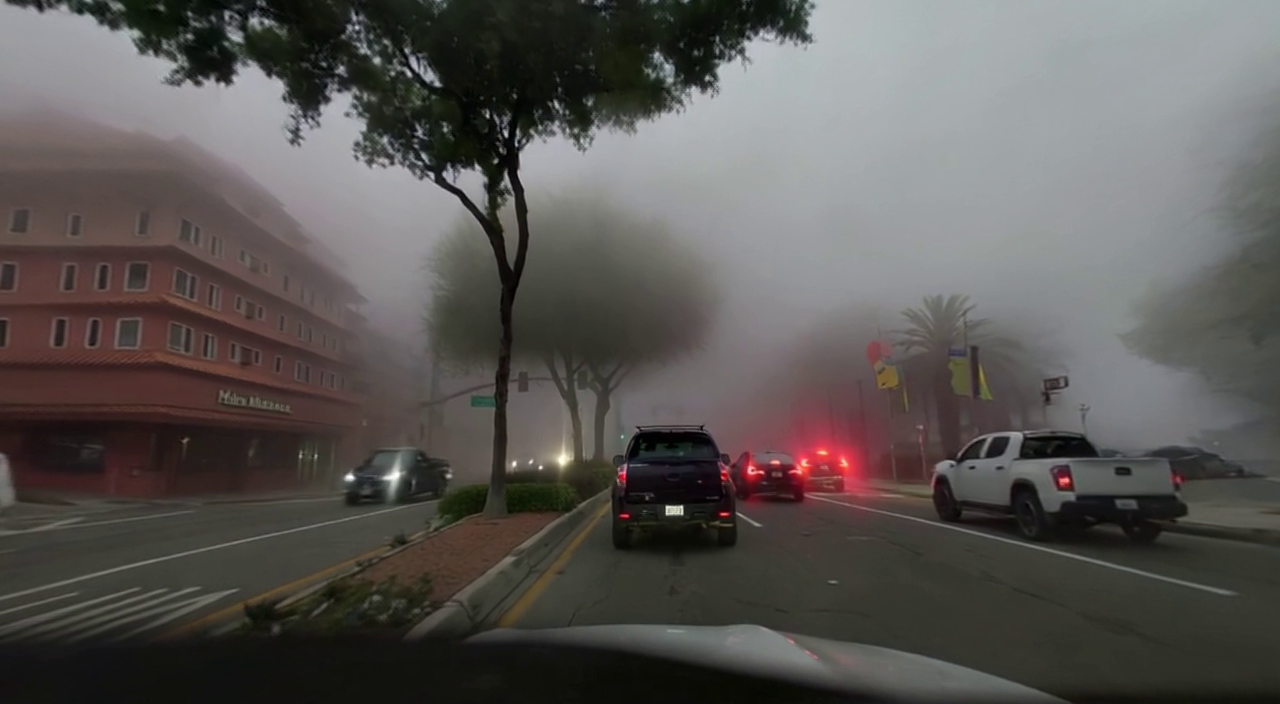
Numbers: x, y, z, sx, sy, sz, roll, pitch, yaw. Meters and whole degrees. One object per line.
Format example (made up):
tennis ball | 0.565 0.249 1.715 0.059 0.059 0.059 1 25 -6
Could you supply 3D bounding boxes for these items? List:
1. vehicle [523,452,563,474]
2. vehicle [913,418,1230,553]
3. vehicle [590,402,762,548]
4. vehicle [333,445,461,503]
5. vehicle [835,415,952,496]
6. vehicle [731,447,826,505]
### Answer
vehicle | -7.326 8.449 48.196 2.061 1.496 4.600 -1 -9 4
vehicle | 7.511 2.370 11.990 2.215 1.973 5.323 0 -9 0
vehicle | 0.578 2.209 11.978 2.487 2.115 5.444 0 -9 1
vehicle | -7.958 4.020 21.282 2.268 1.733 4.821 0 -9 2
vehicle | 10.818 4.349 27.562 2.663 3.061 5.602 -1 -5 0
vehicle | 4.190 3.810 19.811 2.072 1.595 4.124 0 -9 0
